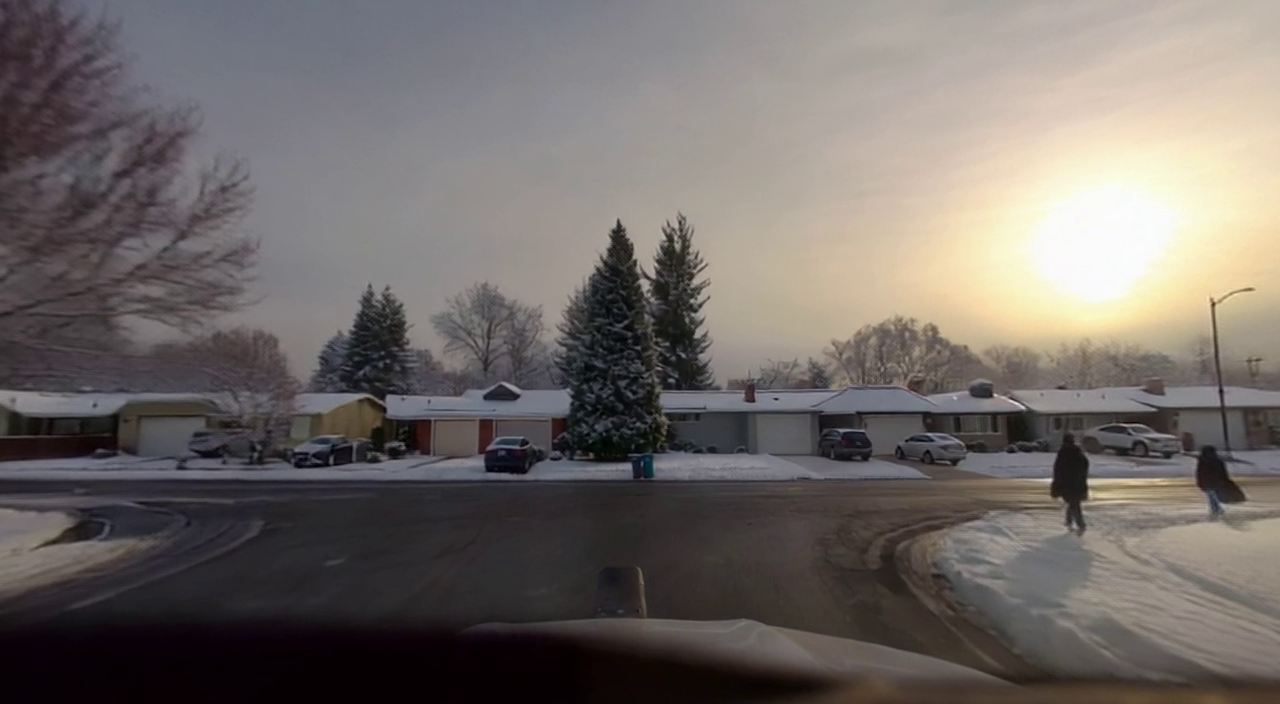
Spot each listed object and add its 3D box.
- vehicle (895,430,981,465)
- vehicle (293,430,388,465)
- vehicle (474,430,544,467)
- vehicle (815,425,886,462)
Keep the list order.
[{"bbox_3d":[14.418,4.674,30.865,1.873,1.556,4.216,1,-9,-4],"label":"vehicle"},{"bbox_3d":[-15.661,5.043,33.305,1.942,1.700,4.478,-2,-9,16],"label":"vehicle"},{"bbox_3d":[-6.303,4.724,30.985,1.942,1.651,4.655,-1,-9,6],"label":"vehicle"},{"bbox_3d":[10.472,4.623,31.752,1.937,1.731,4.179,1,-9,-3],"label":"vehicle"}]
